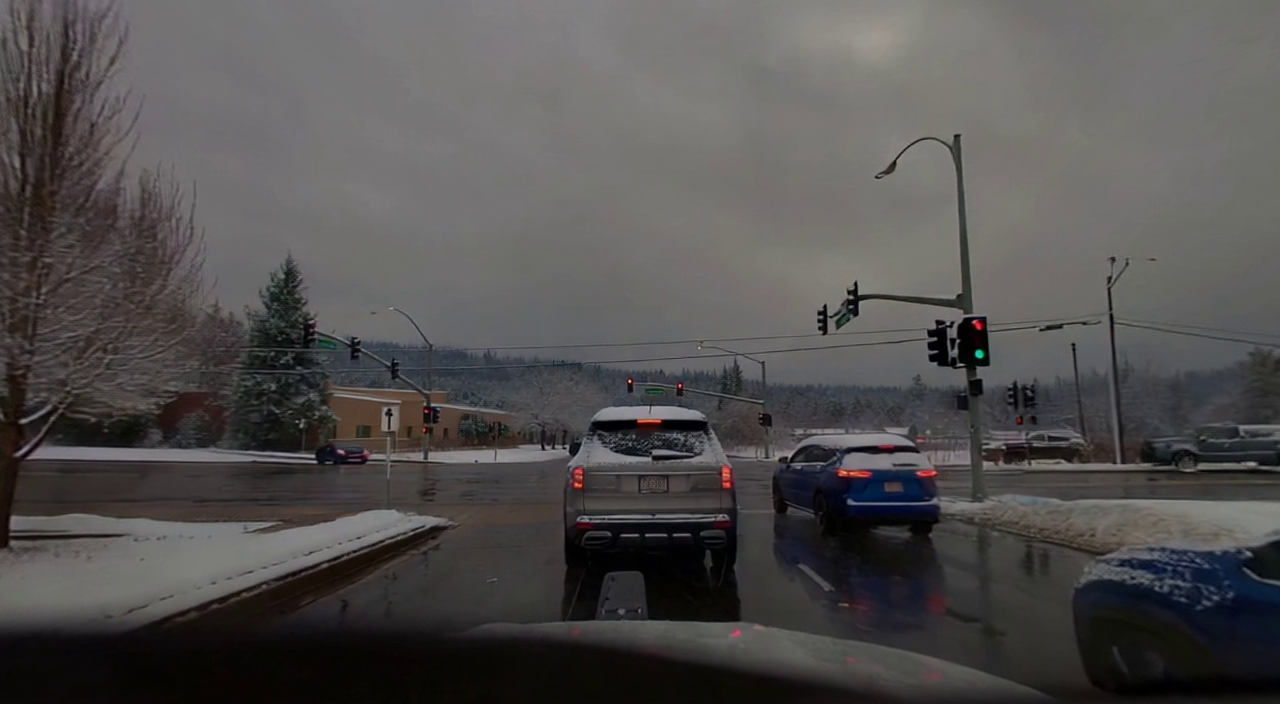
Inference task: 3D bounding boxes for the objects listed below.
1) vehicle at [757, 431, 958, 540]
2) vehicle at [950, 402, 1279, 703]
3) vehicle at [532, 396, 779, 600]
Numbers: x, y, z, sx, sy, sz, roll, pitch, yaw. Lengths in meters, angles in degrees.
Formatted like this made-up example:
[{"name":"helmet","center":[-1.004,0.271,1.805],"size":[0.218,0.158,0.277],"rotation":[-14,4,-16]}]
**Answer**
[{"name":"vehicle","center":[3.454,2.184,11.008],"size":[1.861,1.495,4.215],"rotation":[0,-8,-2]},{"name":"vehicle","center":[3.164,0.908,2.150],"size":[1.924,1.466,4.461],"rotation":[0,-8,0]},{"name":"vehicle","center":[0.125,1.620,7.898],"size":[2.170,1.793,4.468],"rotation":[0,-8,0]}]
